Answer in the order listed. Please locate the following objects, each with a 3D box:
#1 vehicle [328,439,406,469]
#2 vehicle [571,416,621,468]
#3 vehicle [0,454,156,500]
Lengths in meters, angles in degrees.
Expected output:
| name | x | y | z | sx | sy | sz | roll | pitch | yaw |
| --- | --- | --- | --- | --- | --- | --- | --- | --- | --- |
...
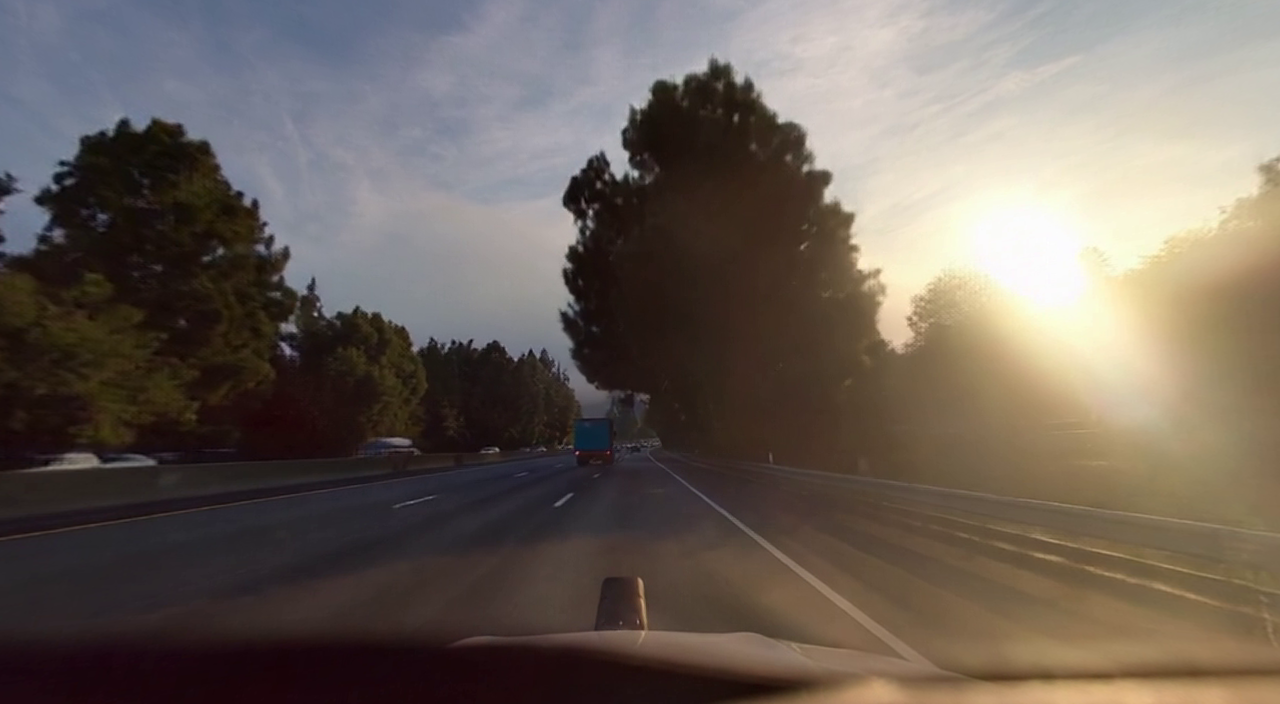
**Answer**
| name | x | y | z | sx | sy | sz | roll | pitch | yaw |
| --- | --- | --- | --- | --- | --- | --- | --- | --- | --- |
| vehicle | -17.481 | 6.553 | 40.811 | 2.500 | 1.763 | 5.756 | 0 | -9 | 0 |
| vehicle | -2.963 | 6.421 | 45.052 | 2.874 | 3.309 | 8.208 | 0 | -8 | 0 |
| vehicle | -21.341 | 4.730 | 24.297 | 1.915 | 1.525 | 4.408 | 0 | -9 | 0 |
